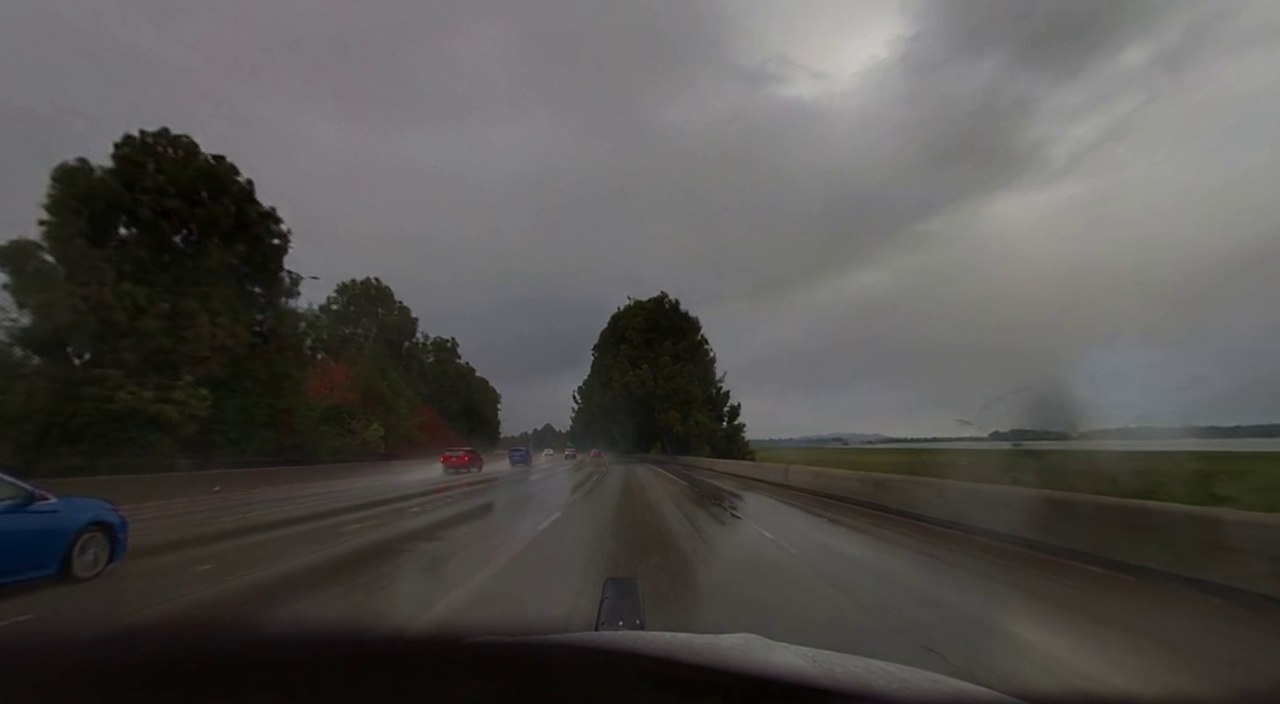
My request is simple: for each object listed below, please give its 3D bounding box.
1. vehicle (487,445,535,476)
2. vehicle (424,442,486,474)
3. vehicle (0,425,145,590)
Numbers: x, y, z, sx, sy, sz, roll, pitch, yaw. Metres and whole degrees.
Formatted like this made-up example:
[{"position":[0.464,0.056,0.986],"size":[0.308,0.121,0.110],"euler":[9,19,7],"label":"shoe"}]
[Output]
[{"position":[-7.609,6.444,37.653],"size":[2.060,1.680,4.255],"euler":[0,-9,-2],"label":"vehicle"},{"position":[-11.837,6.804,40.707],"size":[2.425,1.926,5.584],"euler":[0,-9,-2],"label":"vehicle"},{"position":[-7.290,1.406,5.423],"size":[2.133,1.586,4.869],"euler":[0,-9,-1],"label":"vehicle"}]
